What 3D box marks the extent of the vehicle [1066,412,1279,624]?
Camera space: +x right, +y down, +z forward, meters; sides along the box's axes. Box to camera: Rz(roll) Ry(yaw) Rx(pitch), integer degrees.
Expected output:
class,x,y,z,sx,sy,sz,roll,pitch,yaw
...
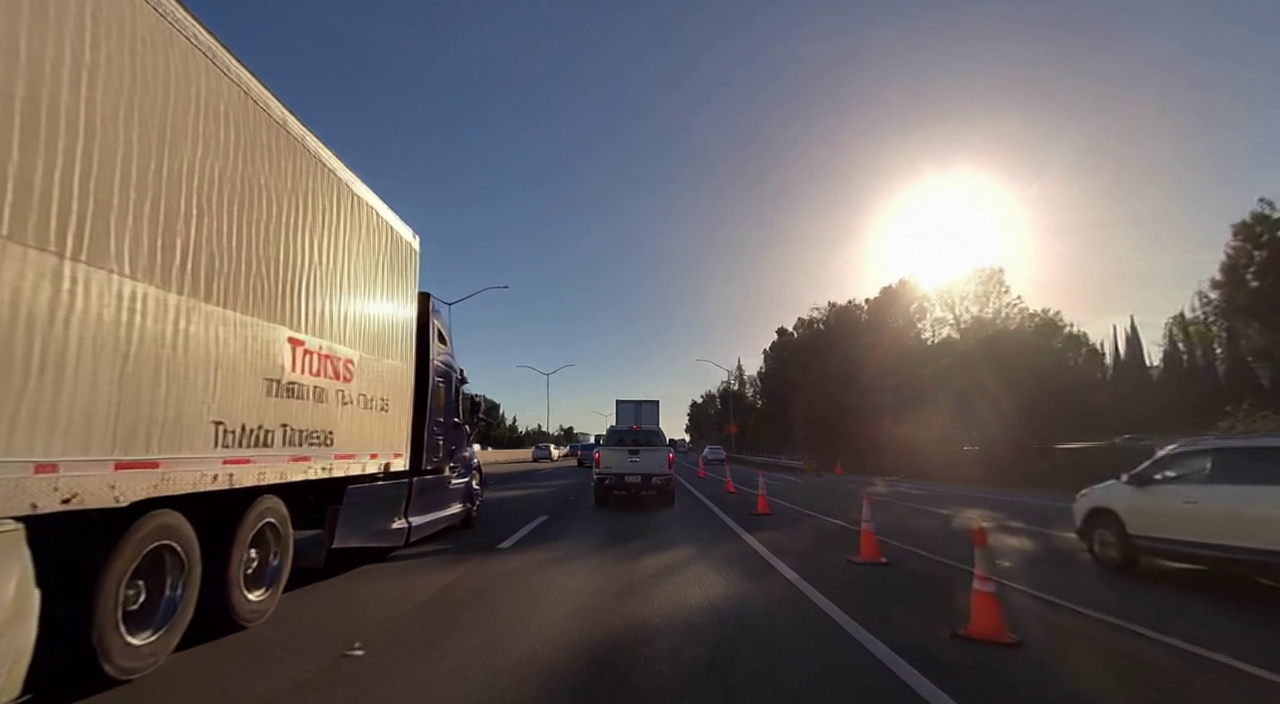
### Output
class,x,y,z,sx,sy,sz,roll,pitch,yaw
vehicle,5.867,1.329,5.222,1.937,1.601,3.798,0,-9,-1

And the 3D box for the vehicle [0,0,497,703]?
class,x,y,z,sx,sy,sz,roll,pitch,yaw
vehicle,-3.803,0.287,5.765,2.990,3.885,8.243,0,-9,0

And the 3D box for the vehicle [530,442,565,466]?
class,x,y,z,sx,sy,sz,roll,pitch,yaw
vehicle,-7.085,7.816,48.584,1.950,1.716,4.436,0,-9,1

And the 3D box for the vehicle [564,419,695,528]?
class,x,y,z,sx,sy,sz,roll,pitch,yaw
vehicle,-0.203,2.298,12.439,2.152,1.779,3.924,0,-9,-1

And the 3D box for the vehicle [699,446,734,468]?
class,x,y,z,sx,sy,sz,roll,pitch,yaw
vehicle,5.447,7.568,45.687,1.918,1.479,4.571,0,-9,-1
